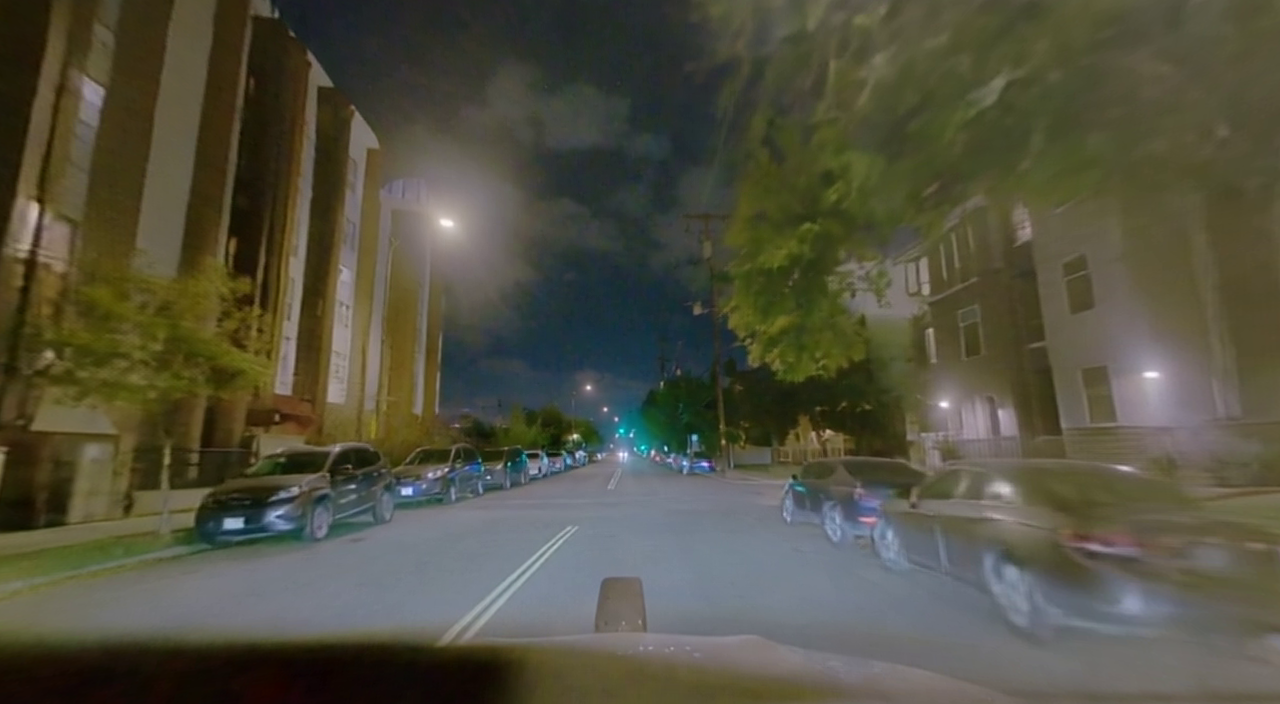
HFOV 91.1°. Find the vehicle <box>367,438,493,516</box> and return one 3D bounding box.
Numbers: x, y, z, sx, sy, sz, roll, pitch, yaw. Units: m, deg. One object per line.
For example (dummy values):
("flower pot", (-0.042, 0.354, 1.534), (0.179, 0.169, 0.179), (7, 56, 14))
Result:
("vehicle", (-6.361, 3.805, 19.852), (2.120, 1.989, 5.616), (-3, -8, -1))

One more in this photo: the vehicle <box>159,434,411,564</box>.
("vehicle", (-6.294, 2.574, 12.012), (2.056, 1.876, 4.824), (-2, -8, -1))

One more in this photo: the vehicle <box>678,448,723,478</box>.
("vehicle", (3.662, 6.811, 38.783), (2.328, 1.730, 4.225), (0, -9, 0))

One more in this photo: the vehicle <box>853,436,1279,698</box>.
("vehicle", (3.803, 1.614, 6.029), (1.868, 1.494, 4.652), (0, -9, 0))
